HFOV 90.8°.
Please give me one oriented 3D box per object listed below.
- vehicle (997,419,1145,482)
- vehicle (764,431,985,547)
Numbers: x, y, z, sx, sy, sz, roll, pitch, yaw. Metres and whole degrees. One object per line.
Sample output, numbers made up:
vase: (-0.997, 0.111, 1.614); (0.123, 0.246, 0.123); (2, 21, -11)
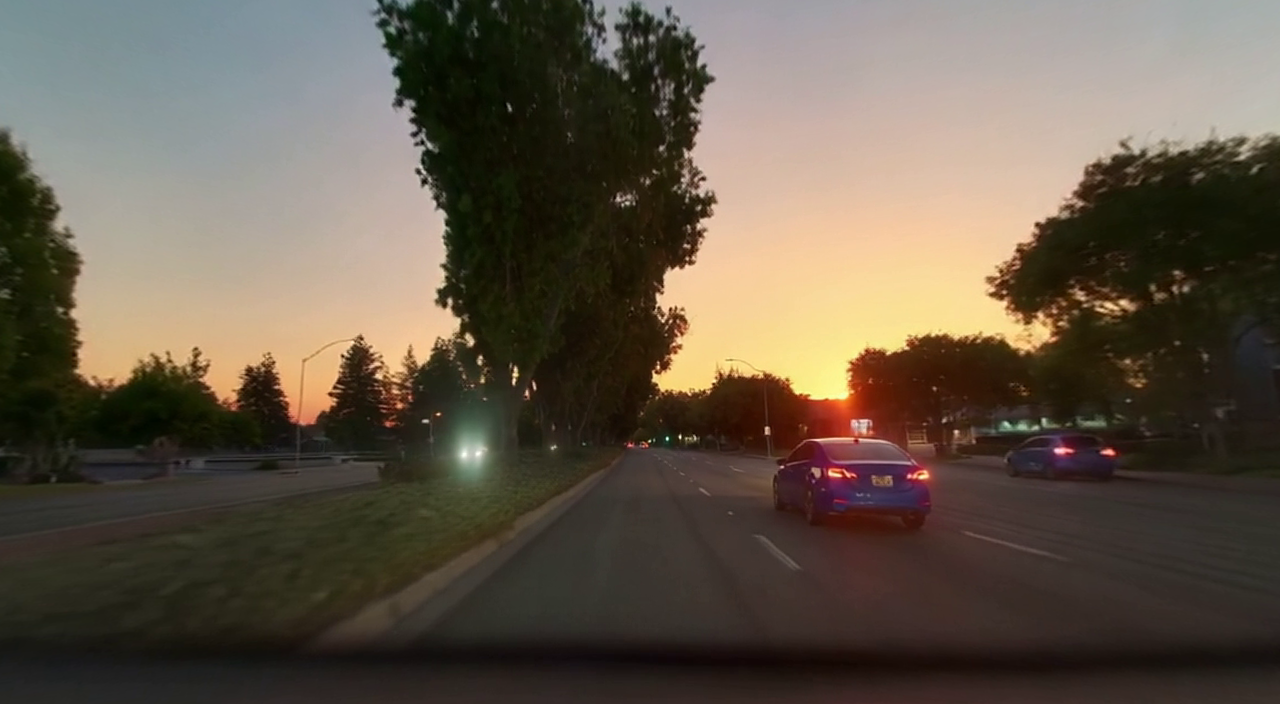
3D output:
vehicle: (17.162, 3.968, 25.723); (2.868, 2.233, 6.035); (-2, -8, 13)
vehicle: (3.464, 2.082, 10.354); (1.950, 1.473, 4.259); (0, -8, 0)
